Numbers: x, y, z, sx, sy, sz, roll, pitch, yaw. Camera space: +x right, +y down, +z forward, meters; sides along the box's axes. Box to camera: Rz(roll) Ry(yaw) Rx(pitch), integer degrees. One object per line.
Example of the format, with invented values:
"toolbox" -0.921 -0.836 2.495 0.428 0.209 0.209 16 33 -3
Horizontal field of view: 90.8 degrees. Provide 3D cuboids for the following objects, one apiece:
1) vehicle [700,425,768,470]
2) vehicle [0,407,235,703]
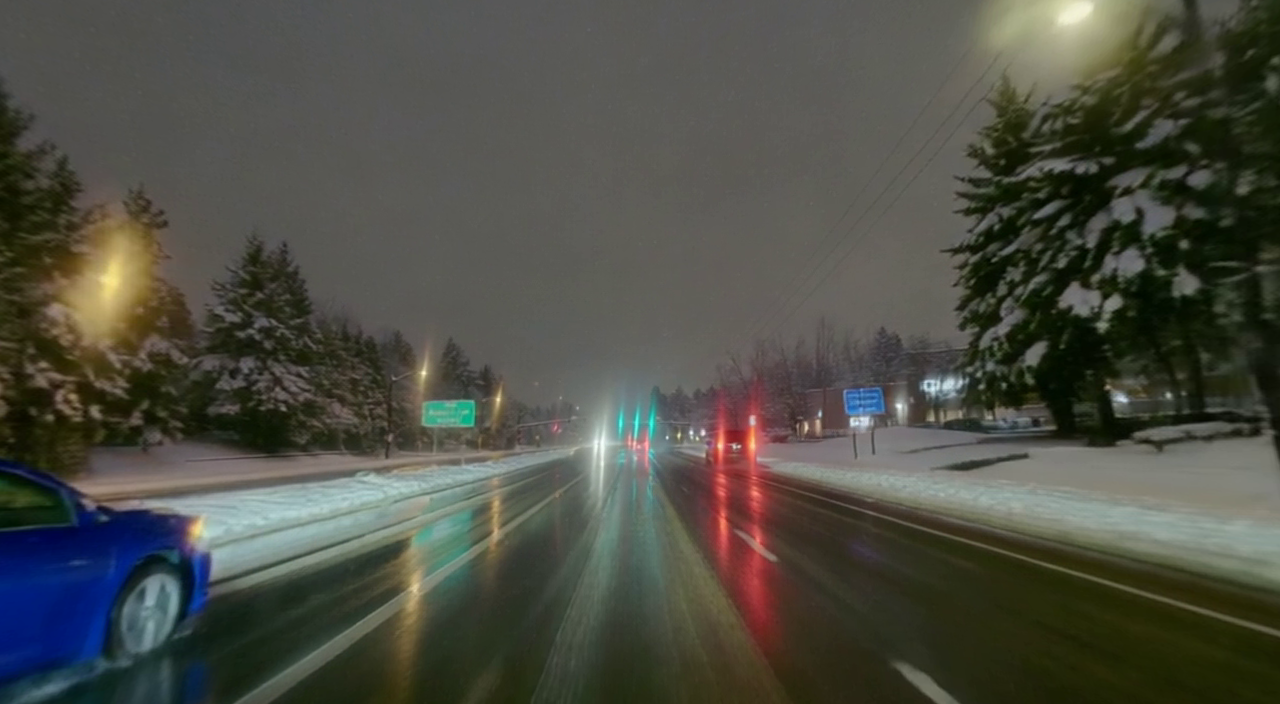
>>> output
"vehicle" 4.545 4.756 31.538 2.476 2.016 5.586 0 -8 -1
"vehicle" -3.908 0.915 2.295 2.017 1.470 4.293 0 -8 0
